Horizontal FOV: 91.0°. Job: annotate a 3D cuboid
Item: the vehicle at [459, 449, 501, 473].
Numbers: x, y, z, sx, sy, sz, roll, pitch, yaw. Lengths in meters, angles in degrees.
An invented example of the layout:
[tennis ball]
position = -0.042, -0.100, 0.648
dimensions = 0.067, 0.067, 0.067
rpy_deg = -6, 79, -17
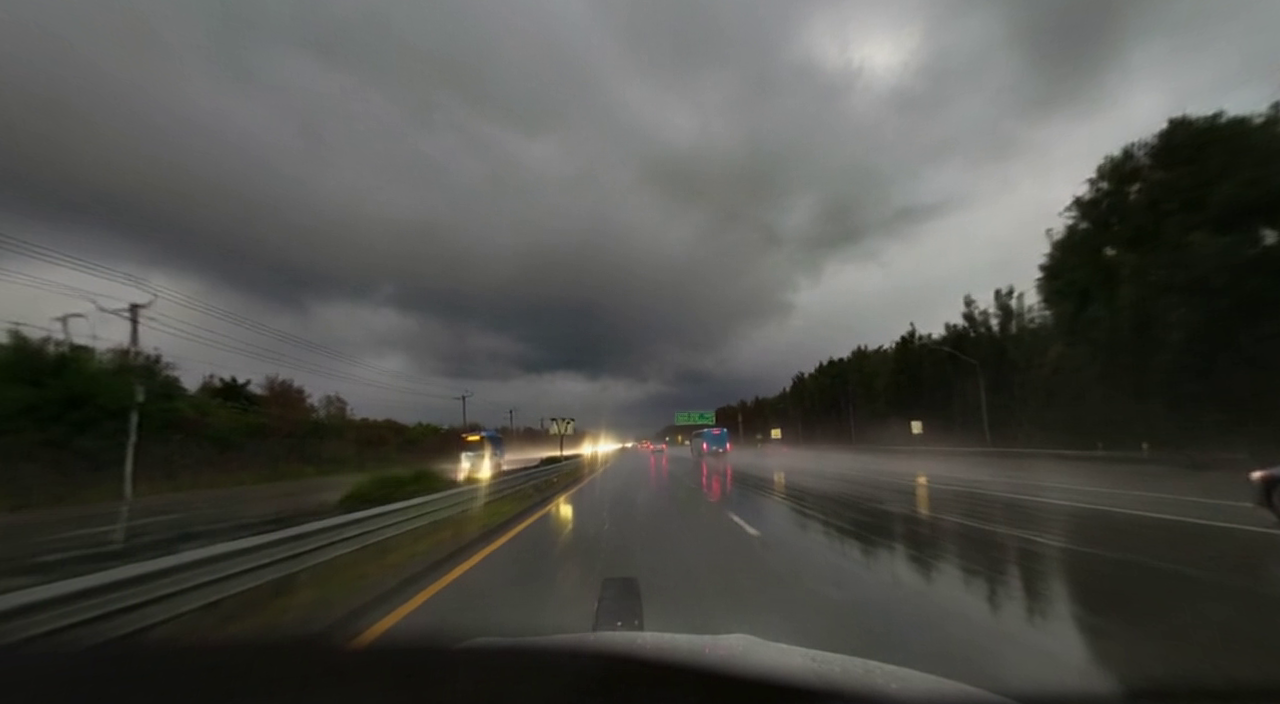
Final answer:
[vehicle]
position = -10.980, 7.479, 43.470
dimensions = 1.869, 1.506, 4.205
rpy_deg = -1, -9, -1
